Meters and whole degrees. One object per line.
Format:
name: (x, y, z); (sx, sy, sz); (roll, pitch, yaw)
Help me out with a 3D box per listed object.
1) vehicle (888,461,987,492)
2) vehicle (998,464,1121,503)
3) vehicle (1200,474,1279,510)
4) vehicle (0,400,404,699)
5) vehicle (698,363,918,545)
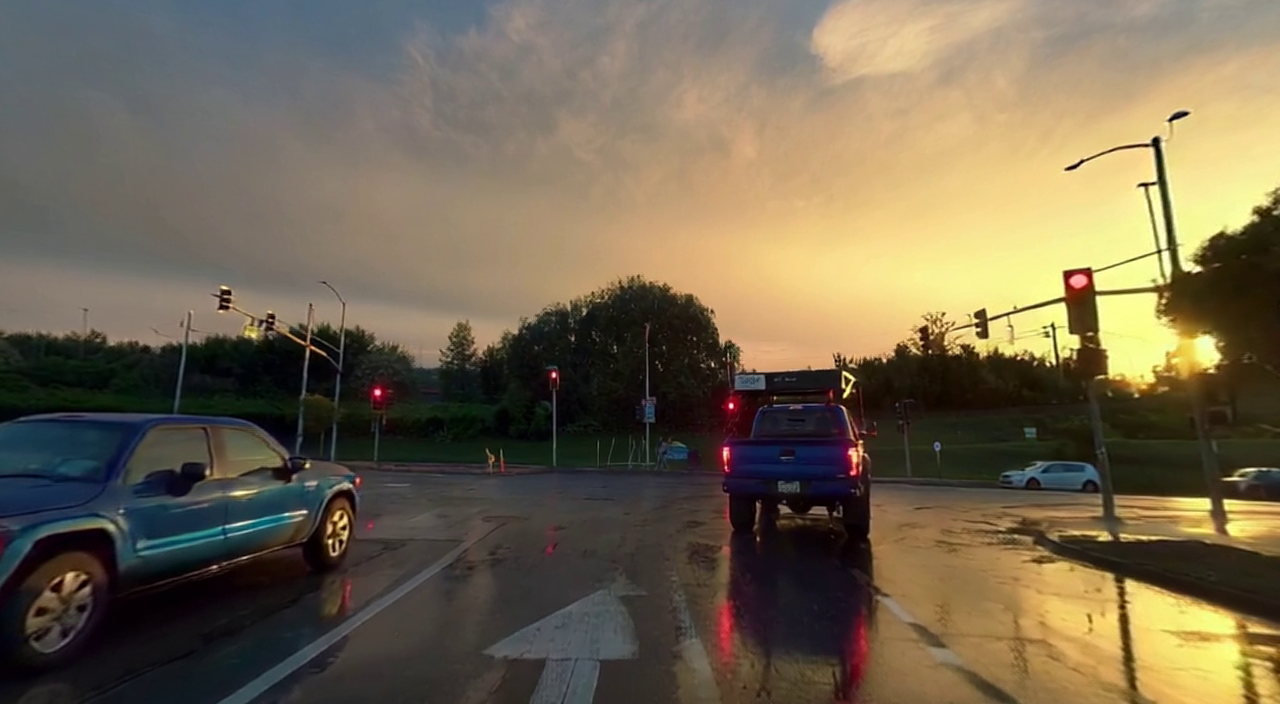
vehicle: (16.438, 6.901, 34.978); (4.537, 1.608, 1.827); (0, -9, 1)
vehicle: (19.907, 6.260, 30.058); (4.356, 1.498, 1.957); (-4, -9, 3)
vehicle: (29.334, 6.561, 29.563); (4.322, 1.522, 1.795); (0, -9, 0)
vehicle: (-3.901, 1.337, 5.502); (1.913, 1.491, 4.547); (0, -9, 0)
vehicle: (2.834, 1.818, 11.576); (2.851, 2.400, 5.978); (-2, -9, 11)
